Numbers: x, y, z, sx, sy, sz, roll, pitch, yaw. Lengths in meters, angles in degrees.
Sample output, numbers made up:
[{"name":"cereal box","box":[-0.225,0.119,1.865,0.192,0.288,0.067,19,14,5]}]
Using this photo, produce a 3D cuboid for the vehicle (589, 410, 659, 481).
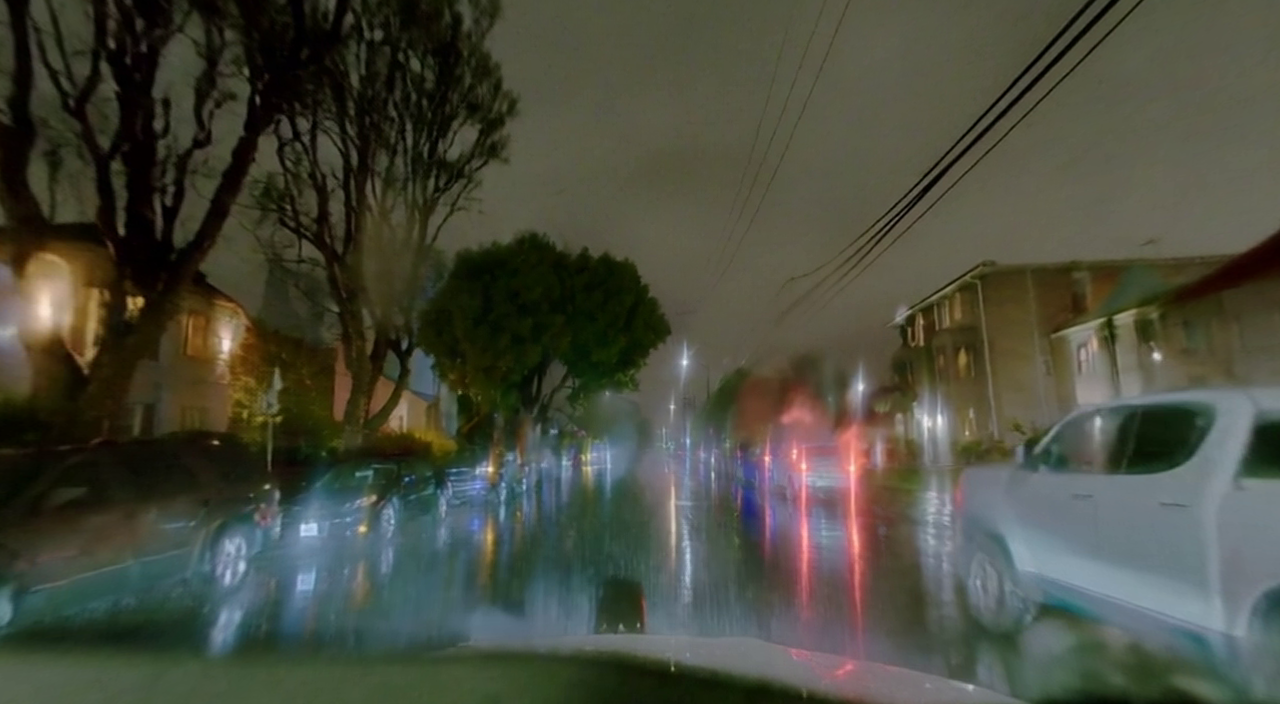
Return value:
[{"name":"vehicle","box":[-0.552,4.311,29.201,2.716,2.887,6.781,-1,-8,3]}]

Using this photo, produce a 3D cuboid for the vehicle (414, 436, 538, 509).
[{"name":"vehicle","box":[-4.527,3.397,18.461,2.002,1.781,5.380,0,-8,2]}]

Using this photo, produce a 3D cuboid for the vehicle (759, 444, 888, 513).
[{"name":"vehicle","box":[4.358,3.044,15.783,1.813,1.468,4.267,0,-8,-2]}]

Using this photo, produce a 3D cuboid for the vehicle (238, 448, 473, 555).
[{"name":"vehicle","box":[-4.674,2.477,11.377,1.861,1.474,4.749,0,-8,3]}]

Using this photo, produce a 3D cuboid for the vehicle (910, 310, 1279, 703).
[{"name":"vehicle","box":[3.541,0.931,3.285,2.182,1.900,4.779,0,-8,1]}]

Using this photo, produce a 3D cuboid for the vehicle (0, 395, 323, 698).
[{"name":"vehicle","box":[-4.982,1.373,5.132,2.203,1.815,4.972,0,-8,0]}]
